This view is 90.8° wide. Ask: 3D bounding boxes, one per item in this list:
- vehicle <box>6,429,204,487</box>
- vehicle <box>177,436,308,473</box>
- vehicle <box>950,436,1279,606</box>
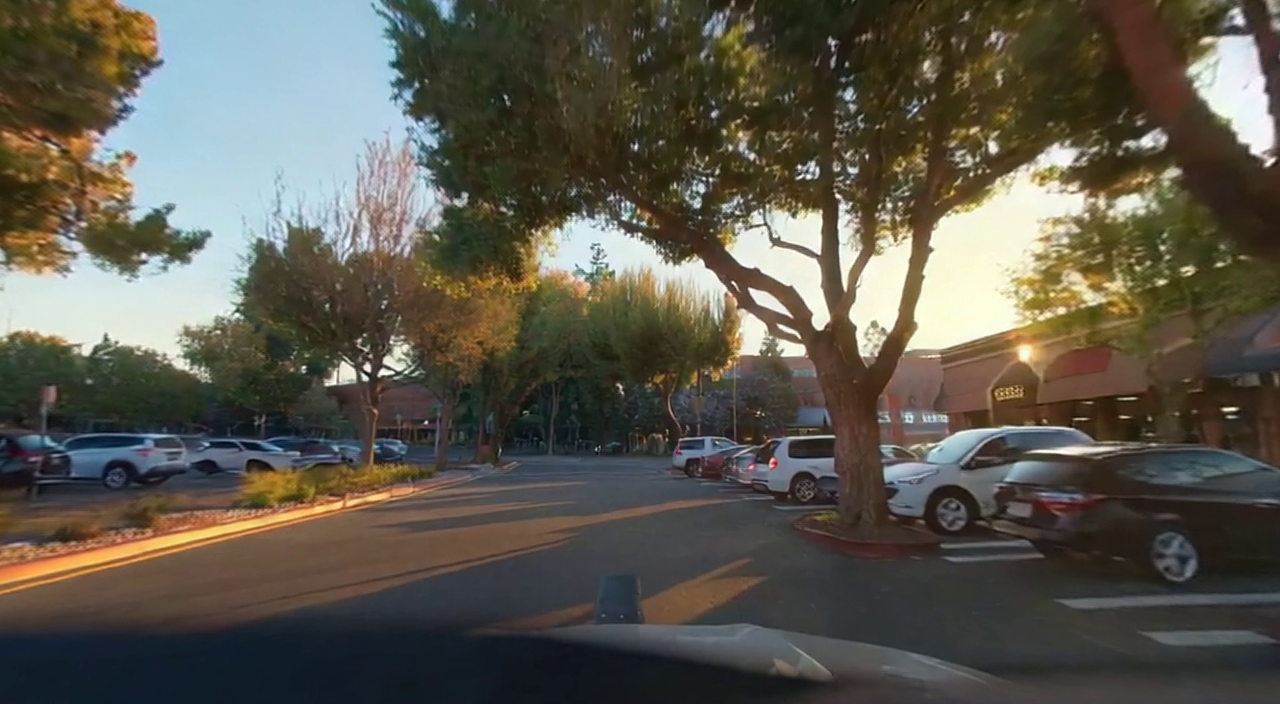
[{"bbox_3d":[-15.726,3.099,18.802,4.197,1.526,1.977,7,-11,-40],"label":"vehicle"},{"bbox_3d":[-17.548,4.496,27.977,4.651,1.494,1.914,6,-10,-37],"label":"vehicle"},{"bbox_3d":[5.968,1.653,6.752,4.298,1.476,1.921,1,-8,-5],"label":"vehicle"}]
